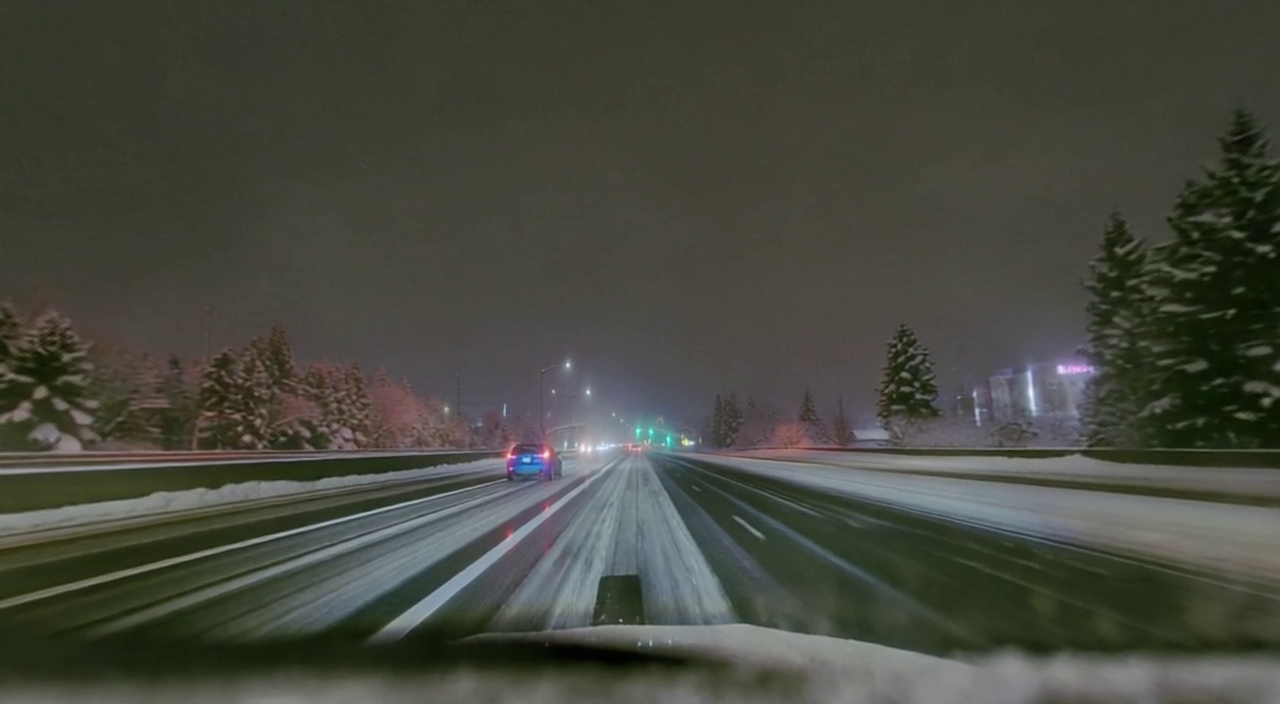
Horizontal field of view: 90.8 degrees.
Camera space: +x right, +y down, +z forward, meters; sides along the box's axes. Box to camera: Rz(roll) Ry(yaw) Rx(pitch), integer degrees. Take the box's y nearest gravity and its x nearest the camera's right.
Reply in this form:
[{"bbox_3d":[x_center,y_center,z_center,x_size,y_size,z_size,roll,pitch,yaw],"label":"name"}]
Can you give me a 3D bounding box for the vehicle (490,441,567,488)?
[{"bbox_3d":[-3.843,3.937,22.508,1.900,1.492,4.495,0,-9,0],"label":"vehicle"}]
